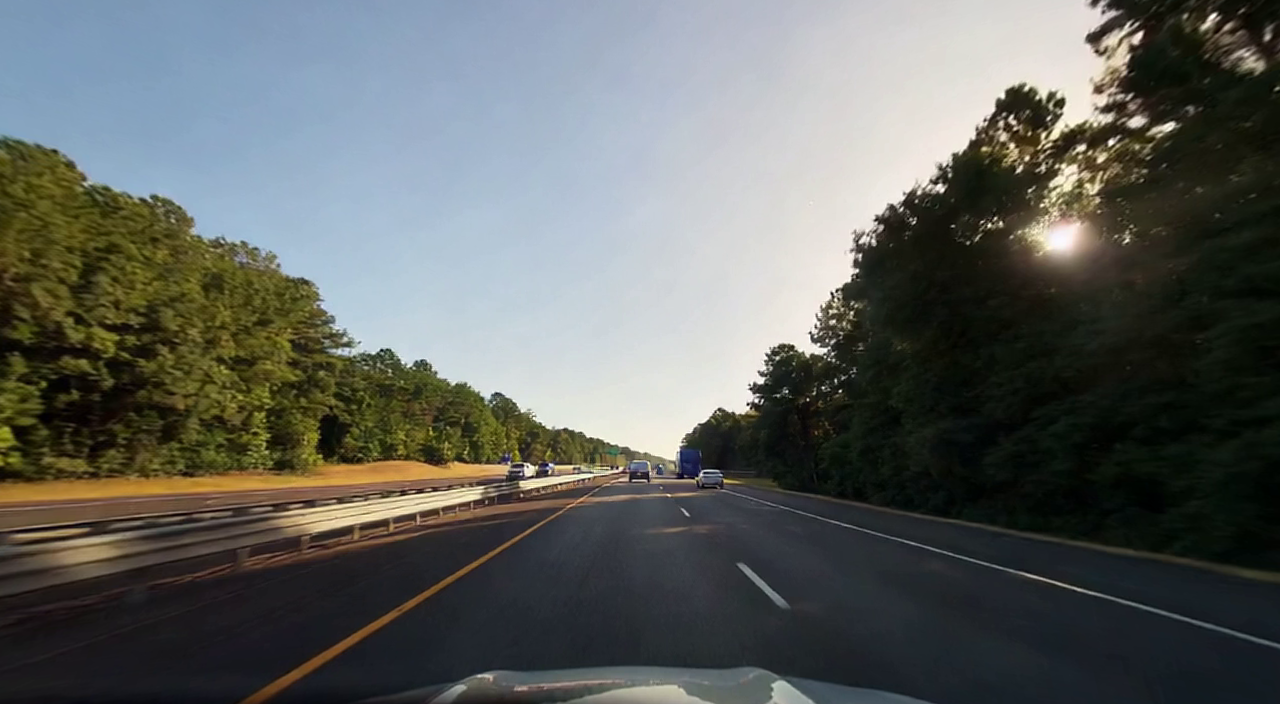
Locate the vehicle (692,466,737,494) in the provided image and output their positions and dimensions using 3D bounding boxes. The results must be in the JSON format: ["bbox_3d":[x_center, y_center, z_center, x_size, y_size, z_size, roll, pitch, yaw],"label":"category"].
[{"bbox_3d":[4.500,7.805,38.670,2.073,1.532,4.969,1,-10,-1],"label":"vehicle"}]

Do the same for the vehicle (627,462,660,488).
[{"bbox_3d":[0.278,8.786,45.249,2.212,1.717,4.452,1,-10,1],"label":"vehicle"}]
